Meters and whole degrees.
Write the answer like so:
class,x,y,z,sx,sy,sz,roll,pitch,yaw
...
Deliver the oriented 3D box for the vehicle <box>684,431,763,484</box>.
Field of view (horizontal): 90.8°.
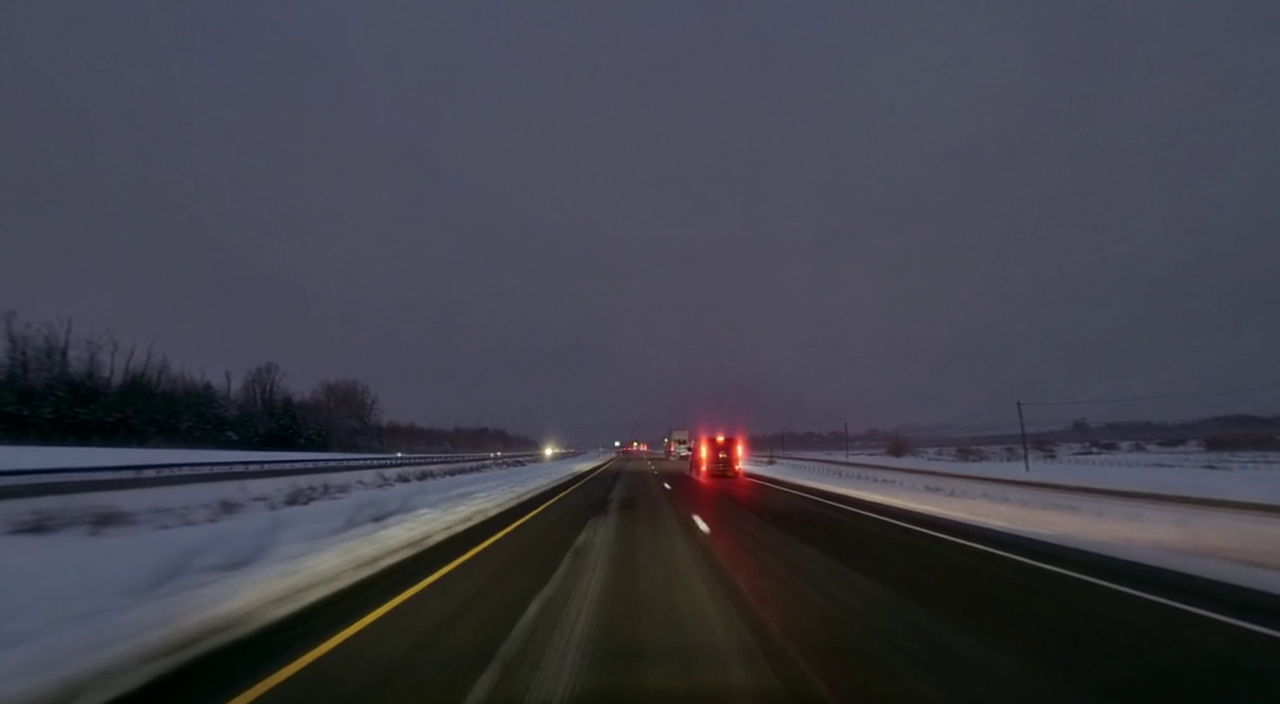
class,x,y,z,sx,sy,sz,roll,pitch,yaw
vehicle,3.023,3.956,23.965,2.141,1.785,4.778,0,-8,-2
